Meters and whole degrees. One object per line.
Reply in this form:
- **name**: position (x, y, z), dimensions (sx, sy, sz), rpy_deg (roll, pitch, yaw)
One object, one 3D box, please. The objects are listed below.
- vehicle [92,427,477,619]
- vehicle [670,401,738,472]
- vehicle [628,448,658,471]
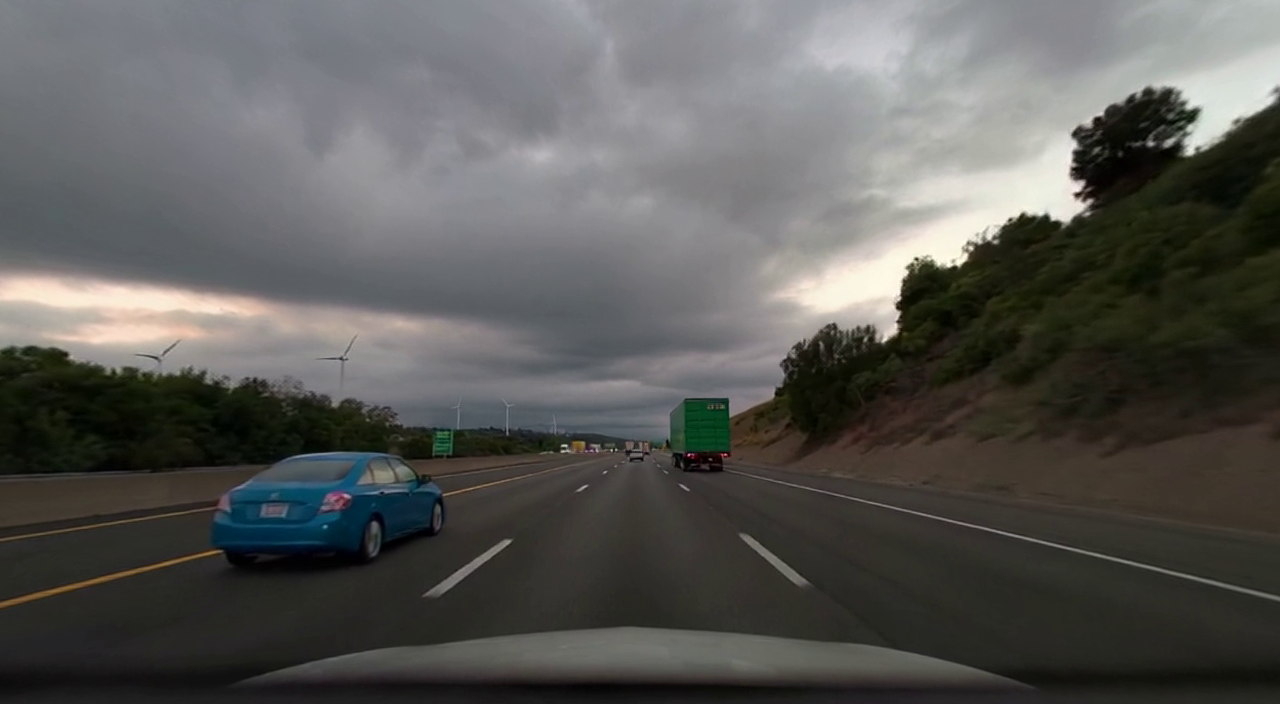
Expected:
- **vehicle**: position (-3.402, 1.689, 7.183), dimensions (1.952, 1.521, 4.095), rpy_deg (0, -9, 0)
- **vehicle**: position (3.922, 5.784, 42.346), dimensions (2.947, 3.989, 13.568), rpy_deg (0, -9, -1)
- **vehicle**: position (0.196, 7.228, 42.655), dimensions (1.931, 1.453, 3.695), rpy_deg (0, -9, -1)
